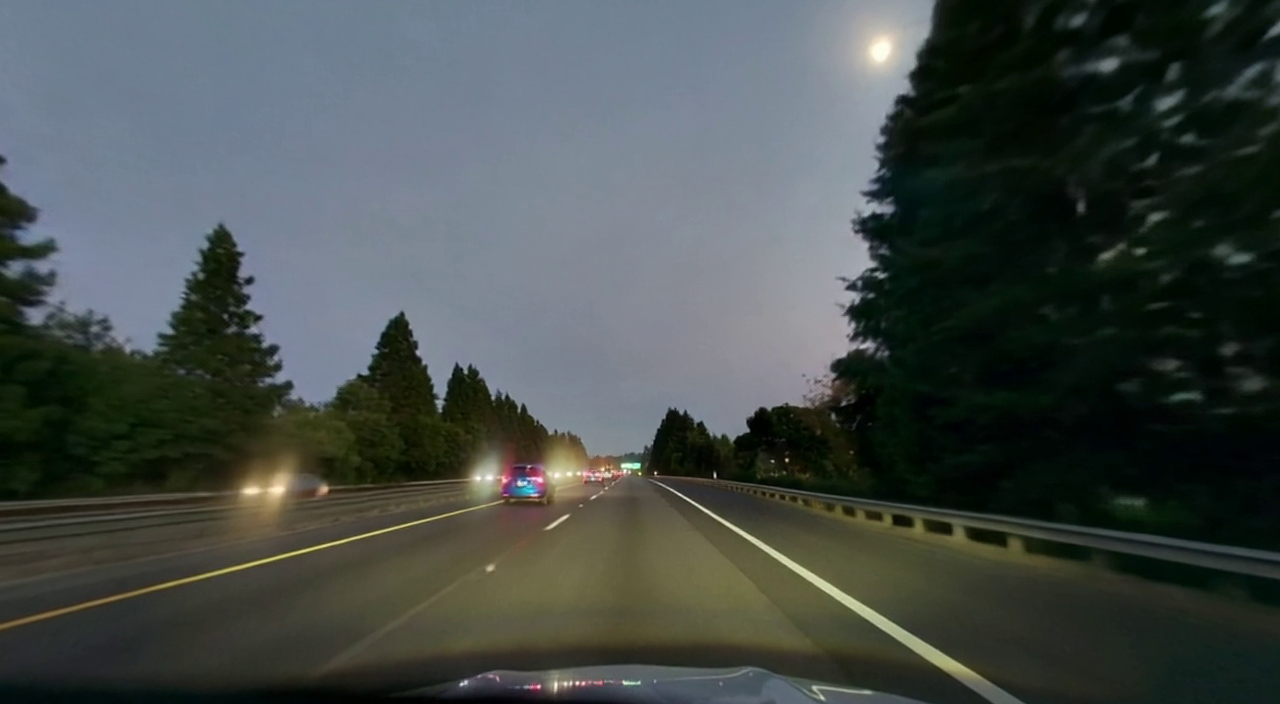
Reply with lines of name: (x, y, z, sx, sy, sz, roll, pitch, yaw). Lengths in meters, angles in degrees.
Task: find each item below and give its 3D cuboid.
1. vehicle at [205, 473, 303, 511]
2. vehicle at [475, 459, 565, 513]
vehicle: (-16.883, 6.125, 27.838, 1.778, 1.512, 4.020, 1, -11, -1)
vehicle: (-3.871, 4.433, 21.158, 2.068, 1.592, 4.479, 0, -11, 1)
